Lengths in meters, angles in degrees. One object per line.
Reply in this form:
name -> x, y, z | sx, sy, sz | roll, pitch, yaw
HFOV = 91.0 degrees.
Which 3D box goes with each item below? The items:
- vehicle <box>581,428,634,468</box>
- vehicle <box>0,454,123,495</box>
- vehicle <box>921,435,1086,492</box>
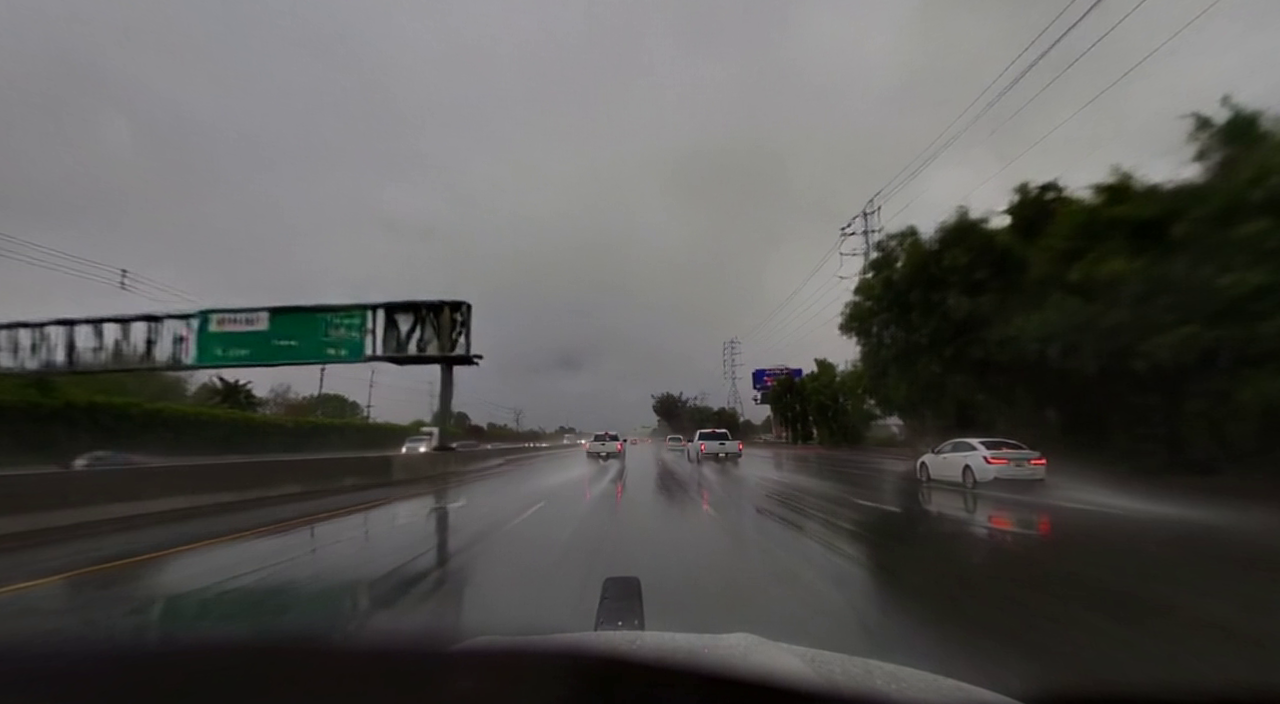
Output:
vehicle -> -1.731, 5.486, 36.044 | 2.508, 2.023, 6.176 | 0, -8, 2
vehicle -> -25.076, 5.141, 26.867 | 1.951, 1.489, 4.781 | 0, -8, 0
vehicle -> 10.460, 3.235, 18.661 | 2.076, 1.470, 4.644 | 0, -8, -1
